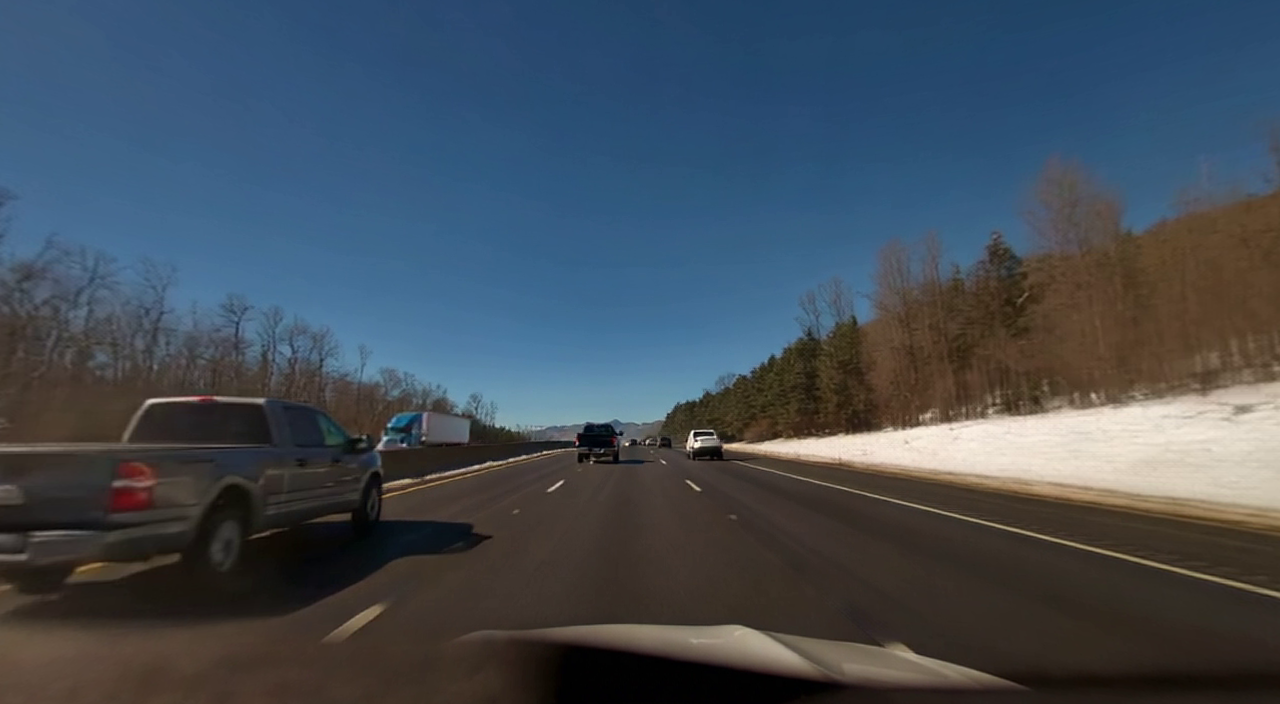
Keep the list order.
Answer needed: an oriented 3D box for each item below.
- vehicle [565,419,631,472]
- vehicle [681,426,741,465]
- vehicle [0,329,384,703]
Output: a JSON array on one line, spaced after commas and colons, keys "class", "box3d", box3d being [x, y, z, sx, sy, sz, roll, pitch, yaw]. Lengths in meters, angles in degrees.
[{"class": "vehicle", "box3d": [-1.443, 3.465, 23.548, 2.185, 1.772, 4.656, 0, -8, 0]}, {"class": "vehicle", "box3d": [3.220, 4.341, 29.400, 2.124, 1.696, 4.173, 0, -8, -2]}, {"class": "vehicle", "box3d": [-3.870, 1.007, 4.790, 1.997, 1.663, 4.451, 0, -8, -1]}]
